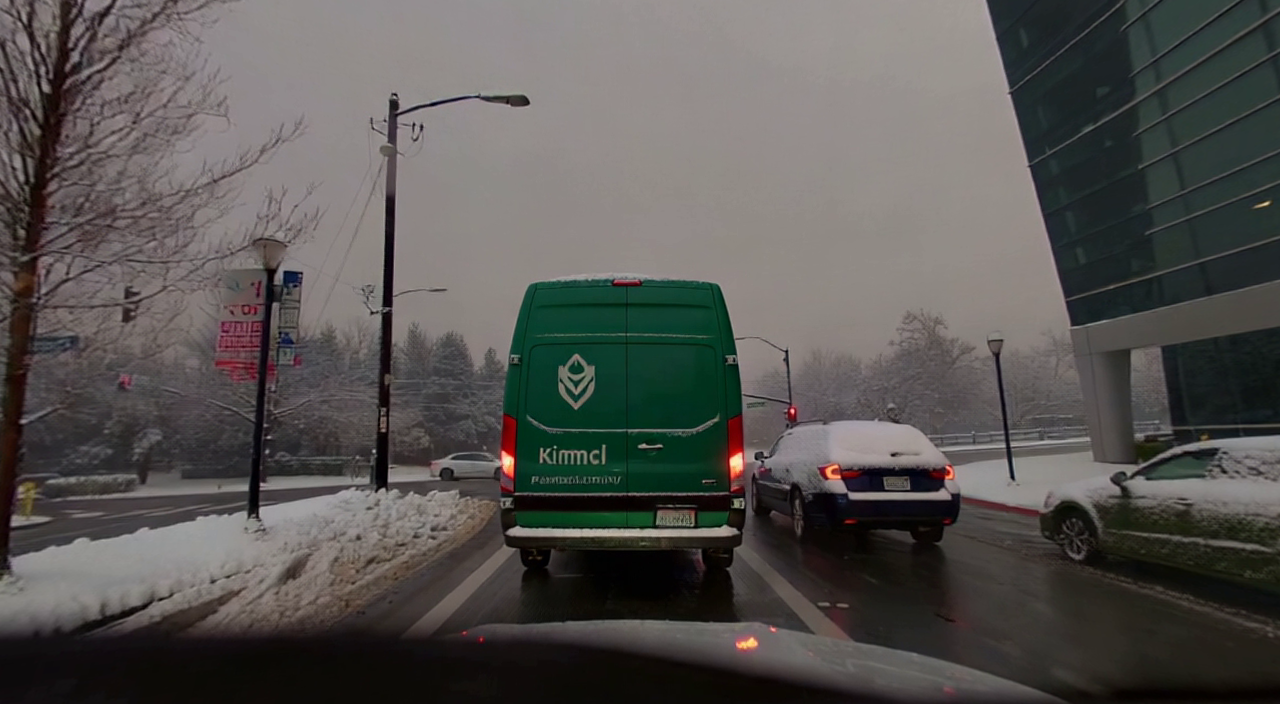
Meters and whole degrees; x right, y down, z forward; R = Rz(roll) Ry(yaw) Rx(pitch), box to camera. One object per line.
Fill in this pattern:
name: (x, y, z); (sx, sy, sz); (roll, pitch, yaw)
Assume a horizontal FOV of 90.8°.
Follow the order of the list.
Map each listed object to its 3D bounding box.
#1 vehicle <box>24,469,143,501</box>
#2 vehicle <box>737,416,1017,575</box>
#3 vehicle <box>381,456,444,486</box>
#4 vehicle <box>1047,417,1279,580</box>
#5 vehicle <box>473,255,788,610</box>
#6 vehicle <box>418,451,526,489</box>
vehicle: (-31.102, 7.433, 35.408); (4.806, 1.652, 1.869); (0, -8, -2)
vehicle: (2.881, 1.866, 9.054); (2.183, 1.676, 4.506); (0, -8, -1)
vehicle: (-15.181, 7.938, 42.514); (1.997, 1.806, 4.630); (-1, -9, 8)
vehicle: (7.525, 1.581, 7.022); (1.963, 1.669, 4.678); (3, -9, -20)
vehicle: (-0.036, 1.178, 9.101); (2.613, 3.035, 7.342); (0, -8, 1)
vehicle: (-7.876, 5.489, 29.632); (4.659, 1.615, 1.944); (3, -9, -21)
